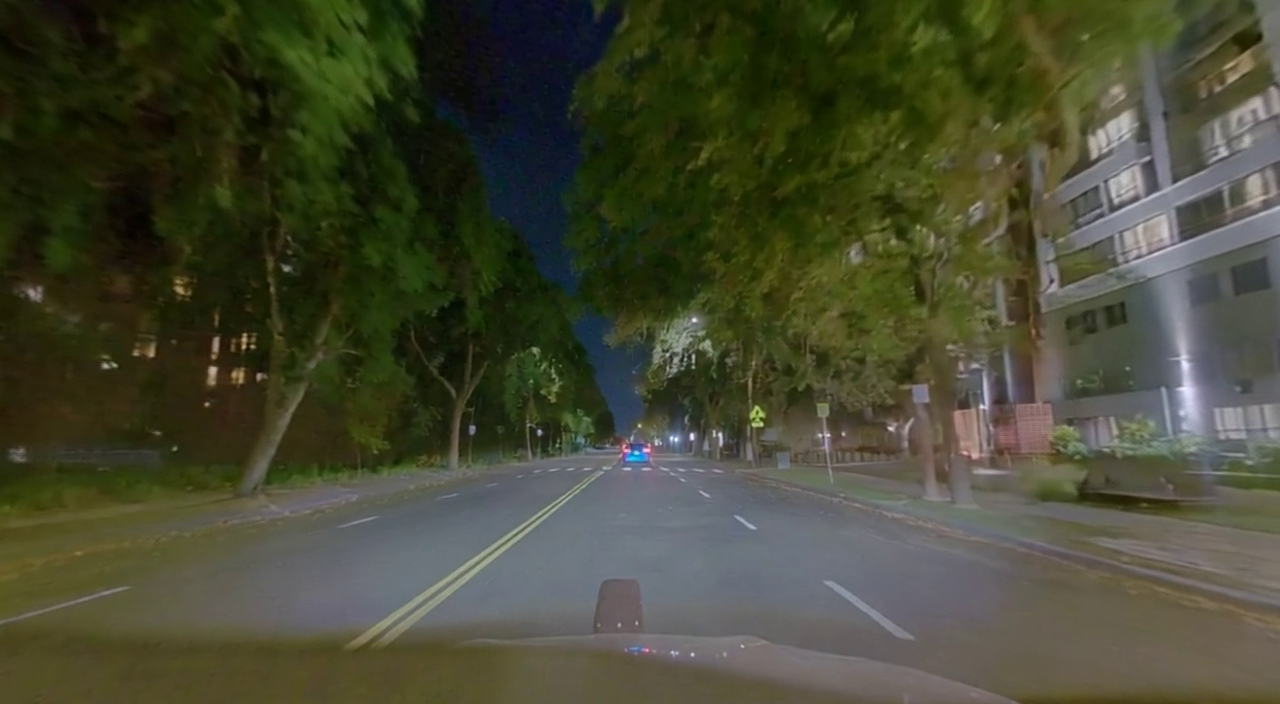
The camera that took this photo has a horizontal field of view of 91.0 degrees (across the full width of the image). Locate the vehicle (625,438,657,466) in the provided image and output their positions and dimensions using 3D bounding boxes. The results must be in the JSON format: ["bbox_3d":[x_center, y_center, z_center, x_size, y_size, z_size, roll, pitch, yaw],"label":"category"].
[{"bbox_3d":[0.101,6.482,40.846,1.981,1.703,3.691,0,-8,1],"label":"vehicle"}]
